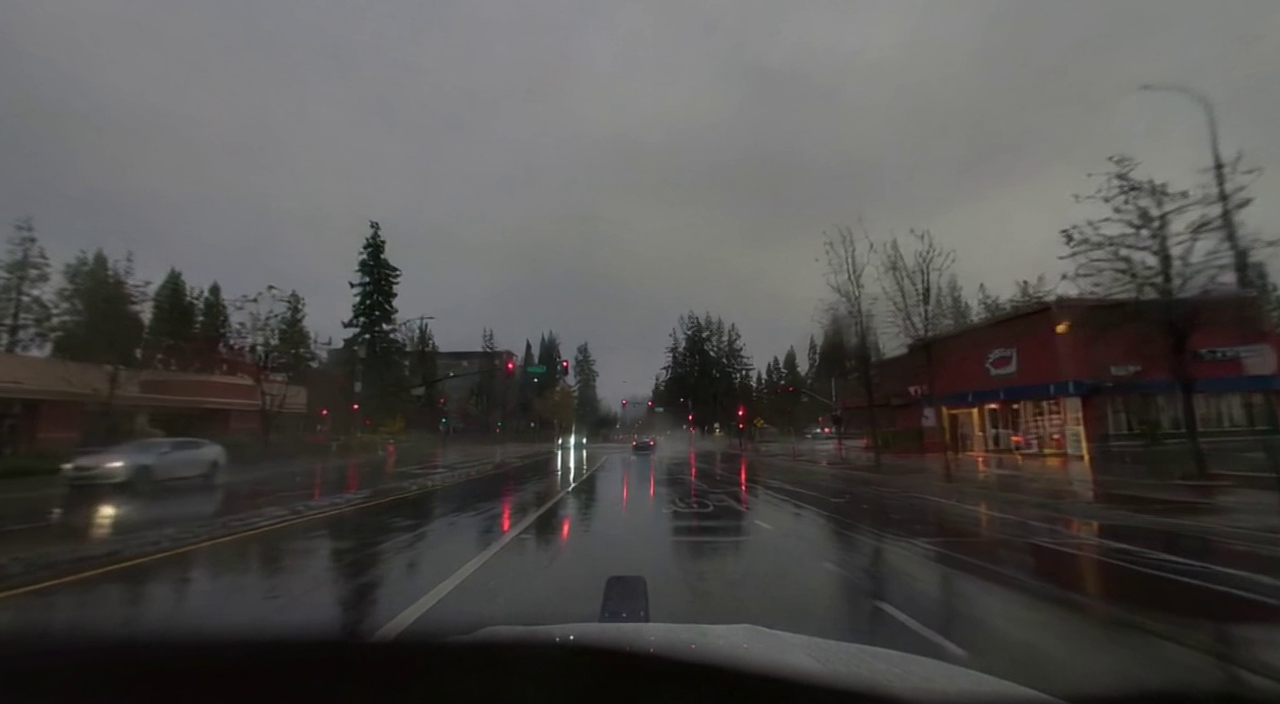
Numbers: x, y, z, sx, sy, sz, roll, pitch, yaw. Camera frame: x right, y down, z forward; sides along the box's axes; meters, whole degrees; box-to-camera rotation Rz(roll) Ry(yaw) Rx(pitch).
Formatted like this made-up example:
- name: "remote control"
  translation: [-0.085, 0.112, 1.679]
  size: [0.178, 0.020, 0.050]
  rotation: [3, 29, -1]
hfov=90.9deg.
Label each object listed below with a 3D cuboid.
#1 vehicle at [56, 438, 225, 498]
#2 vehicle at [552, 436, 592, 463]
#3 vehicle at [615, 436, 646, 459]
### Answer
- name: "vehicle"
  translation: [-15.851, 3.676, 20.397]
  size: [1.834, 1.694, 4.405]
  rotation: [0, -8, -1]
- name: "vehicle"
  translation: [-4.077, 5.900, 38.307]
  size: [1.942, 1.497, 4.561]
  rotation: [0, -8, 0]
- name: "vehicle"
  translation: [-0.669, 6.658, 43.967]
  size: [2.066, 1.482, 3.923]
  rotation: [0, -8, -1]
